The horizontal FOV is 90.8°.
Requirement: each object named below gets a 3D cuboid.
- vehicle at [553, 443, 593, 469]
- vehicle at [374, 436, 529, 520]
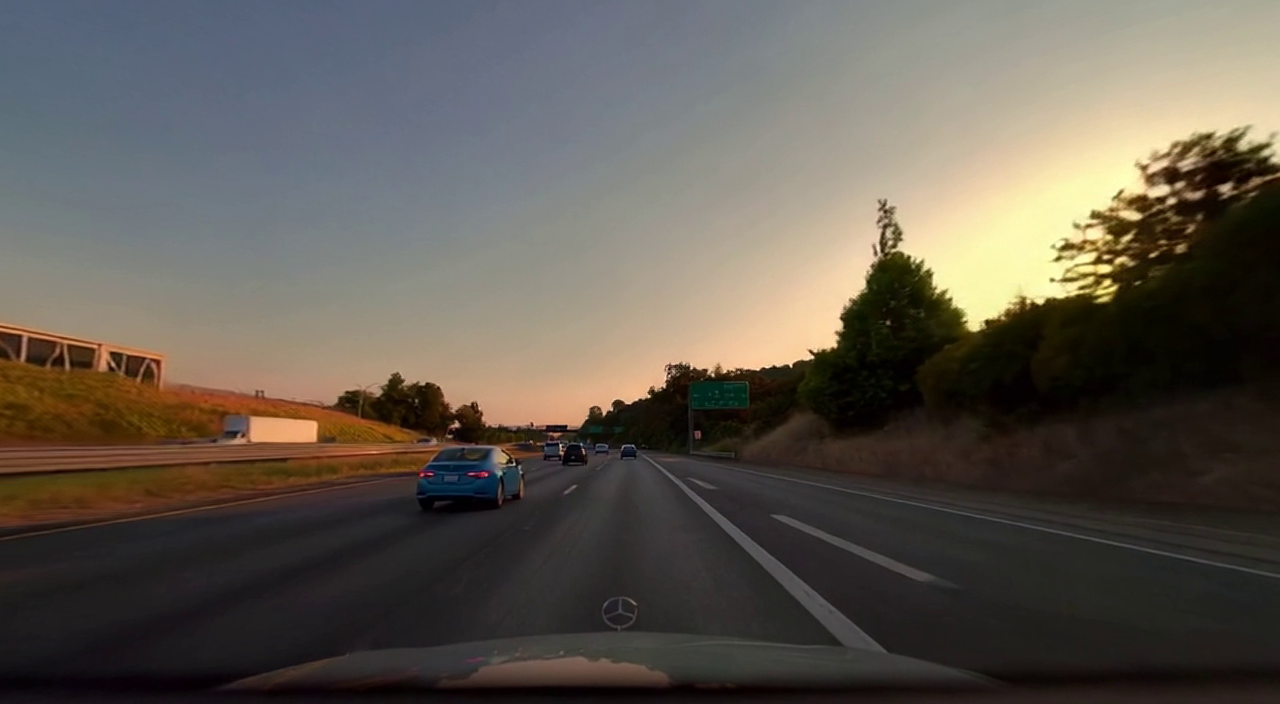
[{"bbox_3d":[-4.056,6.397,38.951,2.068,1.501,4.395,0,-8,-1],"label":"vehicle"},{"bbox_3d":[-3.822,2.621,13.758,2.025,1.506,4.429,0,-8,0],"label":"vehicle"}]
